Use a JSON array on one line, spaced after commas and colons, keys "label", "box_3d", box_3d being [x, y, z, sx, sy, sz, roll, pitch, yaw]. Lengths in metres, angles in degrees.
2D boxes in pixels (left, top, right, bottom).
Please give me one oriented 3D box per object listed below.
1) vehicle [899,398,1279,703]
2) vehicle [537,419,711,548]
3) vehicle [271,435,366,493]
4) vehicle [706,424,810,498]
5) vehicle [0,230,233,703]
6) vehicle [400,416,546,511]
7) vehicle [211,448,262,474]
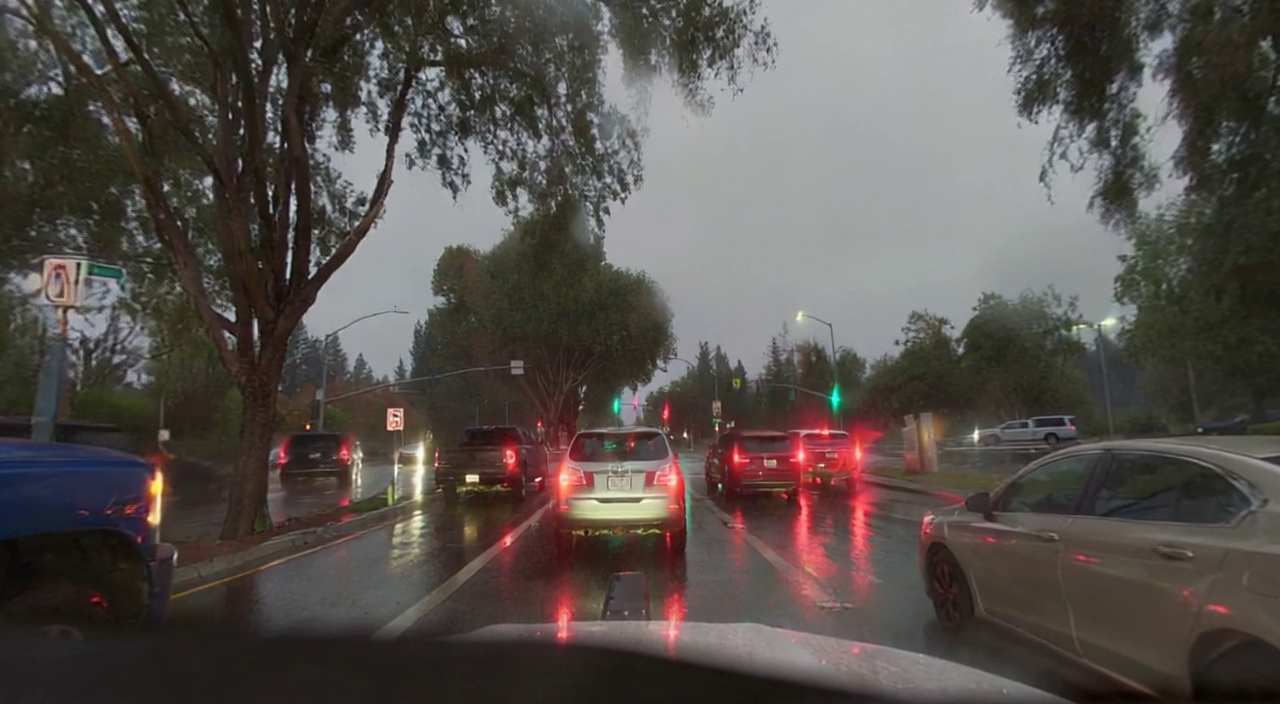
[{"label": "vehicle", "box_3d": [3.022, 0.982, 2.653, 1.874, 1.477, 4.698, 0, -8, 0]}, {"label": "vehicle", "box_3d": [-0.217, 1.937, 9.877, 2.194, 1.607, 3.690, 0, -8, 0]}, {"label": "vehicle", "box_3d": [-10.413, 3.604, 20.823, 2.122, 1.653, 4.807, 3, -9, -20]}, {"label": "vehicle", "box_3d": [3.184, 3.062, 18.081, 2.102, 1.841, 4.587, 0, -8, 0]}, {"label": "vehicle", "box_3d": [-3.472, 0.352, 0.318, 2.656, 2.021, 5.800, 0, -8, 0]}, {"label": "vehicle", "box_3d": [-3.625, 2.527, 14.689, 2.089, 1.857, 4.488, 0, -8, 1]}, {"label": "vehicle", "box_3d": [-30.335, 8.160, 47.291, 2.256, 1.799, 4.831, 8, -12, -43]}]
